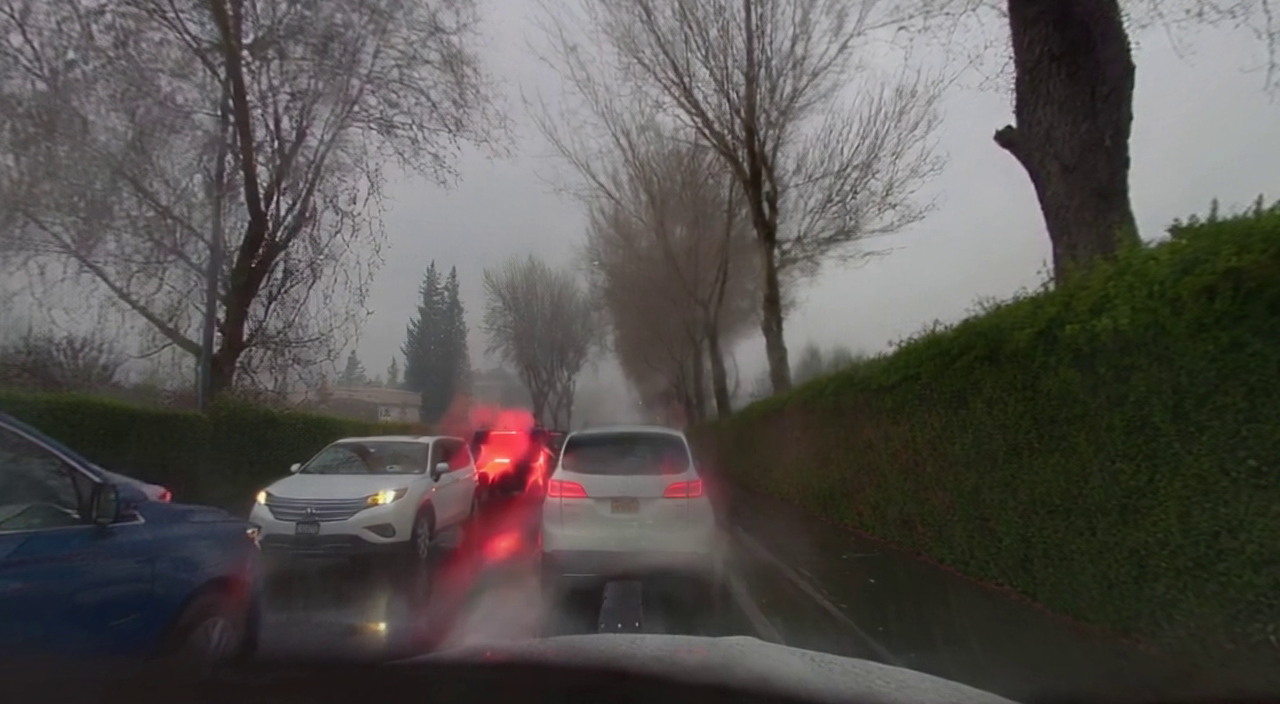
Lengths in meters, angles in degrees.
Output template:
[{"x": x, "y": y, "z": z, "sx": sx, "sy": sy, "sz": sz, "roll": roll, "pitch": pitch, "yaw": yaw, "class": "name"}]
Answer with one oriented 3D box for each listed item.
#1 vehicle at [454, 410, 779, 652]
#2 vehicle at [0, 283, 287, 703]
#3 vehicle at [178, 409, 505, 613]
[{"x": -0.177, "y": 1.503, "z": 6.244, "sx": 2.154, "sy": 1.581, "sz": 4.007, "roll": 0, "pitch": -9, "yaw": -1, "class": "vehicle"}, {"x": -3.285, "y": 0.682, "z": 1.263, "sx": 2.205, "sy": 1.913, "sz": 5.327, "roll": -6, "pitch": -8, "yaw": -2, "class": "vehicle"}, {"x": -3.416, "y": 1.860, "z": 8.331, "sx": 2.256, "sy": 1.728, "sz": 4.421, "roll": -6, "pitch": -8, "yaw": -2, "class": "vehicle"}]
